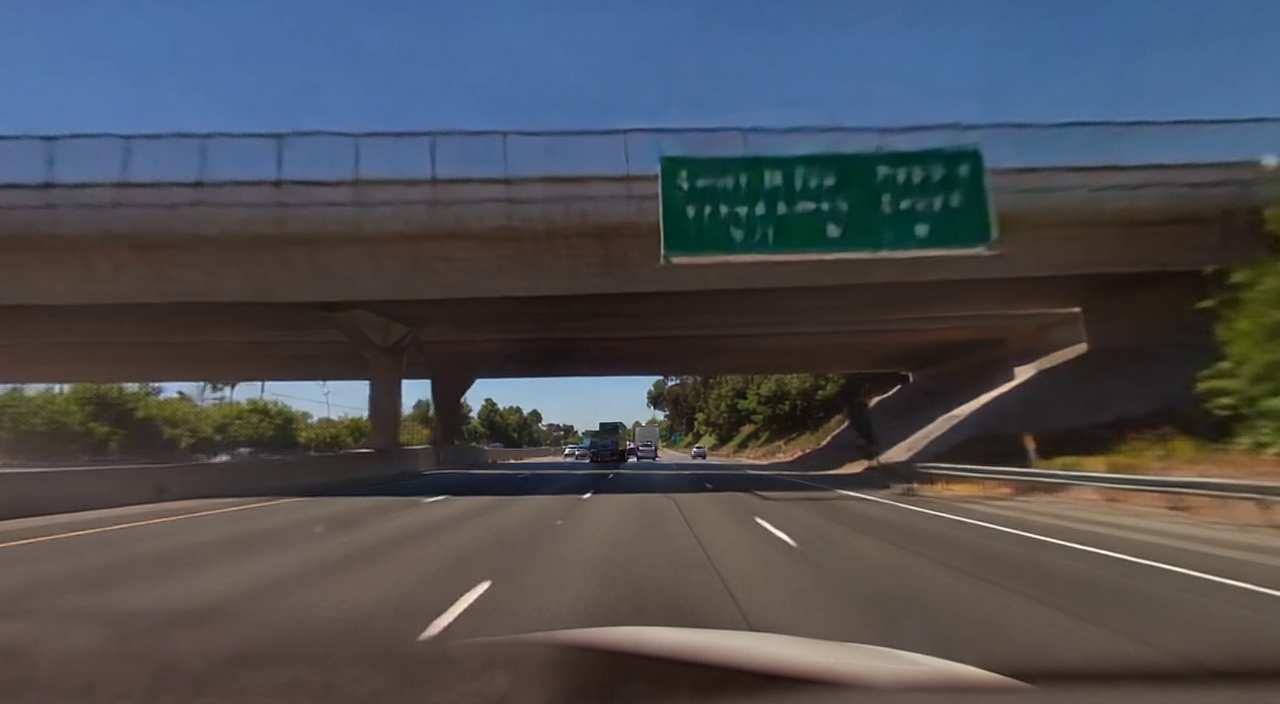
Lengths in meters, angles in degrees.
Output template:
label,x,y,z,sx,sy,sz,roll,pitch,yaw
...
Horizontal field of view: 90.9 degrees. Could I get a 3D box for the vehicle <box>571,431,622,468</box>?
label,x,y,z,sx,sy,sz,roll,pitch,yaw
vehicle,-3.087,7.569,49.671,2.854,2.379,16.653,-1,-8,0

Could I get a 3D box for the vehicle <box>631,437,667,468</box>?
label,x,y,z,sx,sy,sz,roll,pitch,yaw
vehicle,0.620,6.922,43.682,2.309,2.023,5.130,0,-8,0

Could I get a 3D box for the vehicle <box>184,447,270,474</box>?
label,x,y,z,sx,sy,sz,roll,pitch,yaw
vehicle,-24.434,6.407,37.553,1.892,1.476,4.689,0,-8,1
